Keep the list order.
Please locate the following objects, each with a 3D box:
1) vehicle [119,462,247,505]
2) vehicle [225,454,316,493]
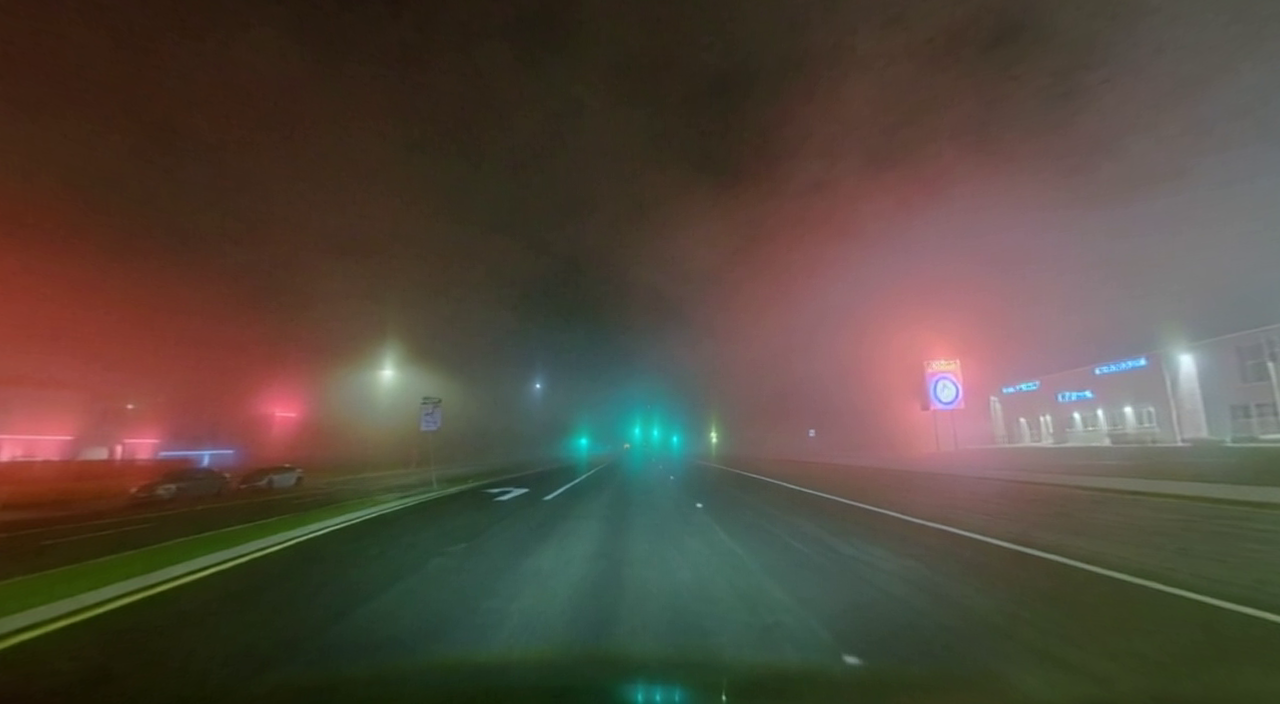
[{"bbox_3d":[-19.079,5.481,26.740,1.925,1.485,4.821,0,-9,-2],"label":"vehicle"},{"bbox_3d":[-19.176,6.290,33.079,1.976,1.766,4.677,-1,-9,-1],"label":"vehicle"}]
